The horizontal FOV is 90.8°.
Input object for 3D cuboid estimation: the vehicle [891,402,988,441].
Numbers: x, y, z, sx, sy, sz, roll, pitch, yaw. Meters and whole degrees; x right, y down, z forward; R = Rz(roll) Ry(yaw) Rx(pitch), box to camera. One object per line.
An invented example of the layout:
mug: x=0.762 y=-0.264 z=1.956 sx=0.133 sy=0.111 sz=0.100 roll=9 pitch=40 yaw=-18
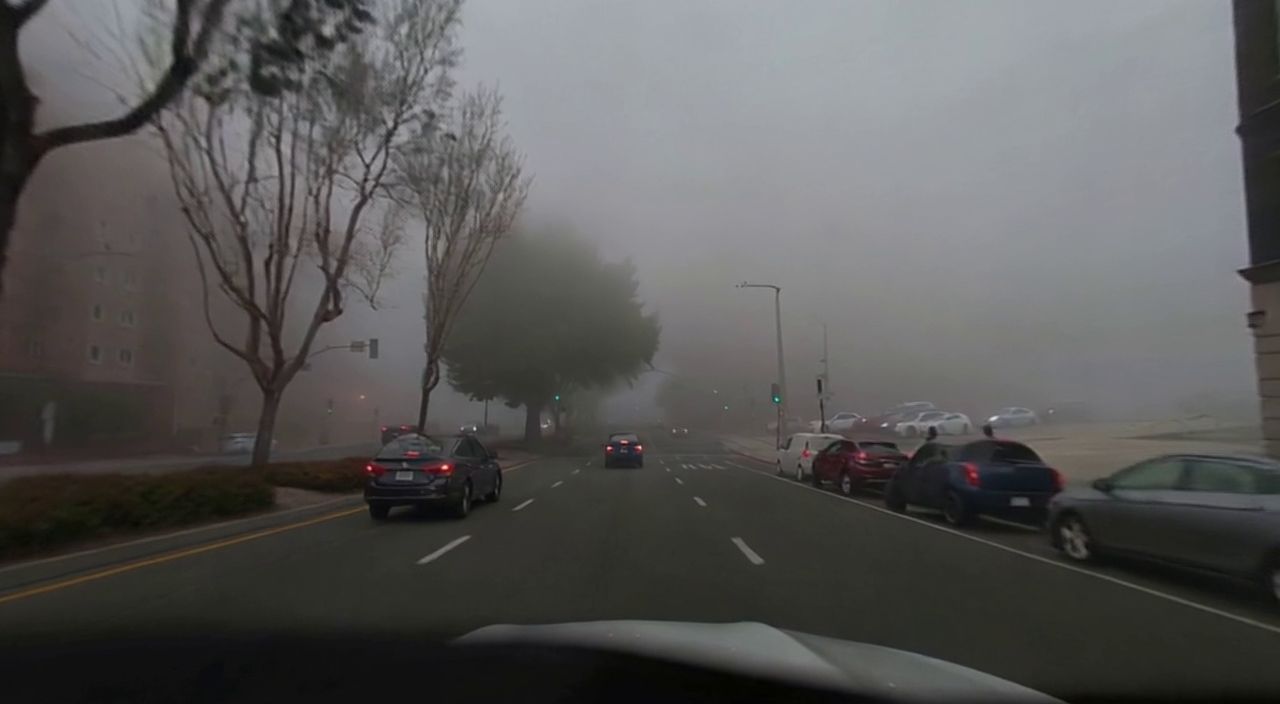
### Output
vehicle: x=21.322 y=4.990 z=45.077 sx=5.756 sy=2.653 sz=2.403 roll=2 pitch=-9 yaw=-12

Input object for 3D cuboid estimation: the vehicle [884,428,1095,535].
vehicle: x=6.121 y=2.274 z=11.646 sx=1.877 sy=1.642 sz=3.572 roll=0 pitch=-8 yaw=2

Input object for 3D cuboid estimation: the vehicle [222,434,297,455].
vehicle: x=-28.374 y=6.917 z=47.181 sx=4.453 sy=1.471 sz=1.921 roll=-1 pitch=-8 yaw=4

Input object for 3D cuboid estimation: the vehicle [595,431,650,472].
vehicle: x=-0.656 y=4.048 z=25.785 sx=2.082 sy=1.520 sz=3.896 roll=0 pitch=-8 yaw=0

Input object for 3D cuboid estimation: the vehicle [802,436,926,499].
vehicle: x=5.986 y=3.115 z=17.476 sx=1.959 sy=1.513 sz=4.104 roll=0 pitch=-8 yaw=1

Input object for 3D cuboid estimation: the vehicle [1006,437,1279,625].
vehicle: x=6.114 y=1.602 z=6.222 sx=2.089 sy=1.488 sz=4.663 roll=0 pitch=-8 yaw=-2

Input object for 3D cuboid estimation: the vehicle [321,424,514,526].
vehicle: x=-3.807 y=2.186 z=11.803 sx=1.934 sy=1.522 sz=4.464 roll=0 pitch=-8 yaw=1
